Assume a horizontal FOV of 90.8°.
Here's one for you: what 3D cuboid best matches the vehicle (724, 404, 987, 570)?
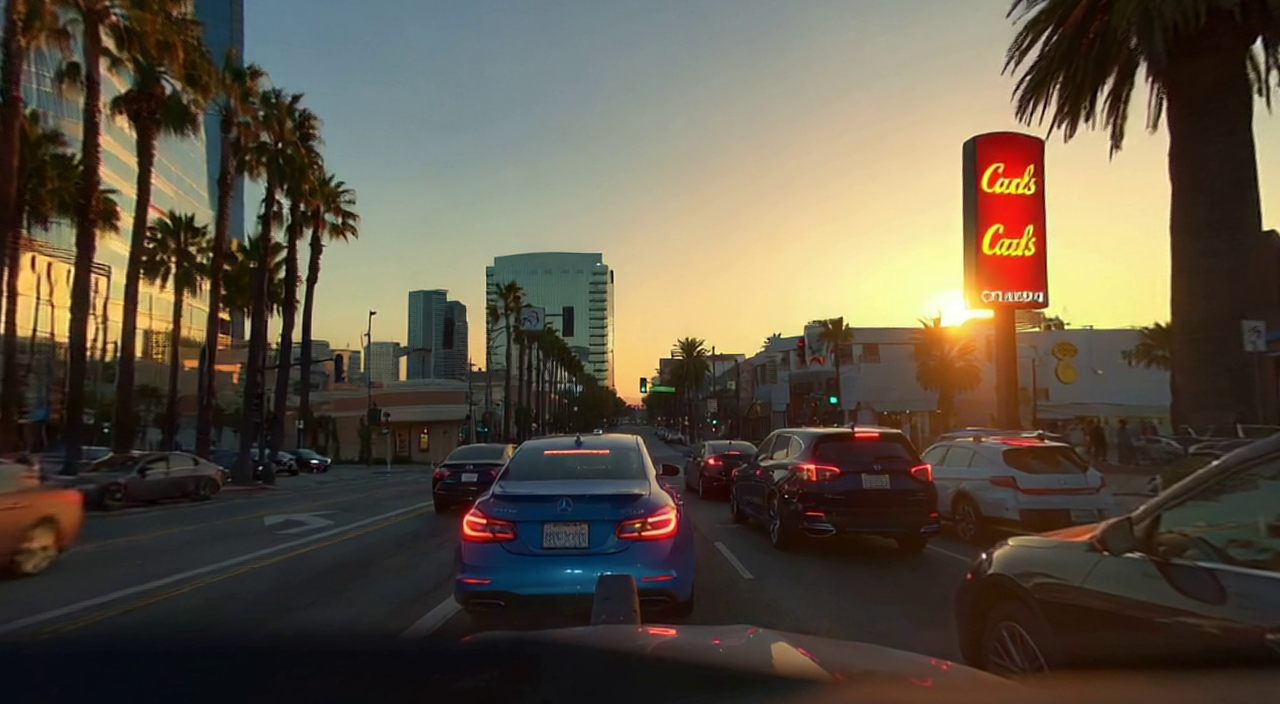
[{"bbox_3d":[2.630,1.786,9.095,2.096,1.775,4.440,0,-9,-1],"label":"vehicle"}]

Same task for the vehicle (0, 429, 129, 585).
[{"bbox_3d":[-7.146,1.414,5.492,1.945,1.494,4.252,0,-9,-3],"label":"vehicle"}]

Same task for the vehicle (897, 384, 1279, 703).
[{"bbox_3d":[2.617,0.815,1.526,2.085,1.469,4.458,0,-9,0],"label":"vehicle"}]

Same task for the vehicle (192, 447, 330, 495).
[{"bbox_3d":[-12.876,4.027,21.902,1.856,1.455,4.700,0,-9,0],"label":"vehicle"}]

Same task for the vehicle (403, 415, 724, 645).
[{"bbox_3d":[-0.521,1.475,6.252,2.096,1.492,4.071,0,-9,-1],"label":"vehicle"}]
